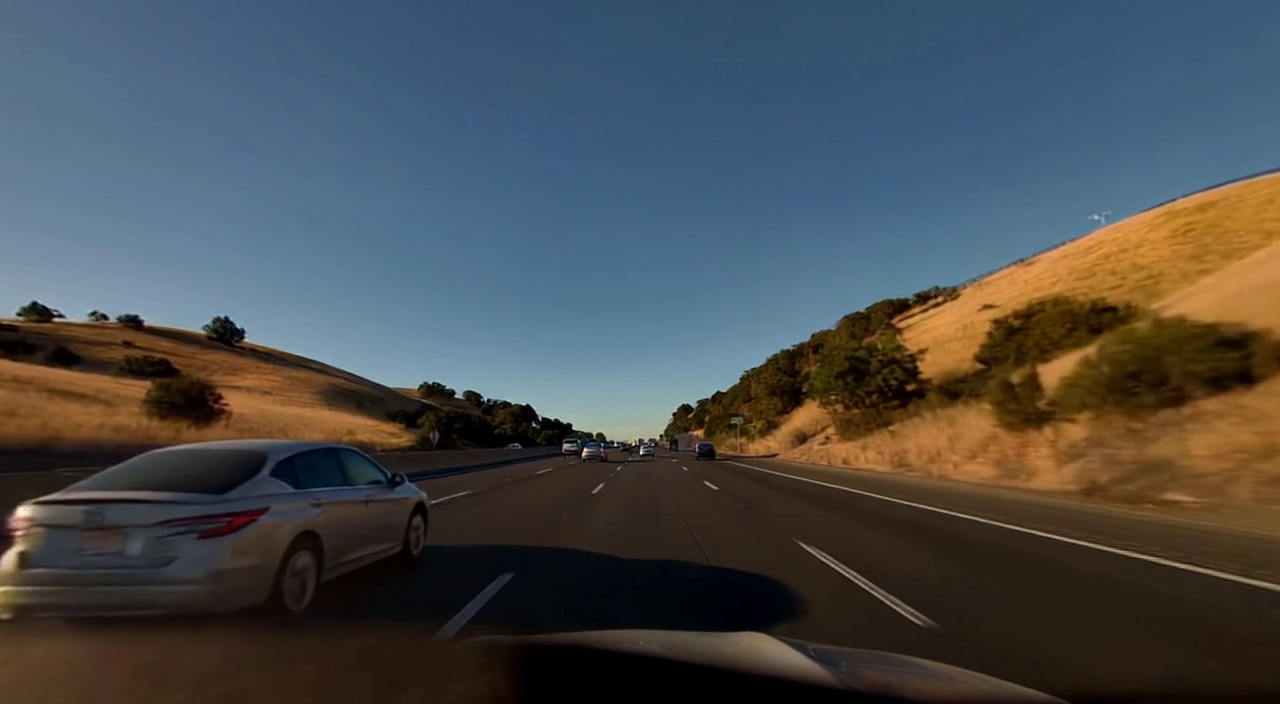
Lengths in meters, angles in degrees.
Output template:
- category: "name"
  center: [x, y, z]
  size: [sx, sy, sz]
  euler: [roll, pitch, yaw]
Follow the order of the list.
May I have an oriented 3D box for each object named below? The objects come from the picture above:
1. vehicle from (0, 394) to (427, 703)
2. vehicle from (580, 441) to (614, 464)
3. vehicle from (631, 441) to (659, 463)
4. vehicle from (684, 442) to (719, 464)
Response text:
- category: "vehicle"
  center: [-3.298, 1.225, 4.395]
  size: [1.997, 1.502, 4.554]
  euler: [0, -8, 0]
- category: "vehicle"
  center: [-3.087, 7.359, 46.227]
  size: [2.091, 1.552, 4.516]
  euler: [0, -8, 0]
- category: "vehicle"
  center: [0.359, 7.484, 47.368]
  size: [2.031, 1.566, 3.904]
  euler: [0, -8, 0]
- category: "vehicle"
  center: [4.461, 7.367, 46.335]
  size: [2.027, 1.525, 4.348]
  euler: [0, -8, -1]
